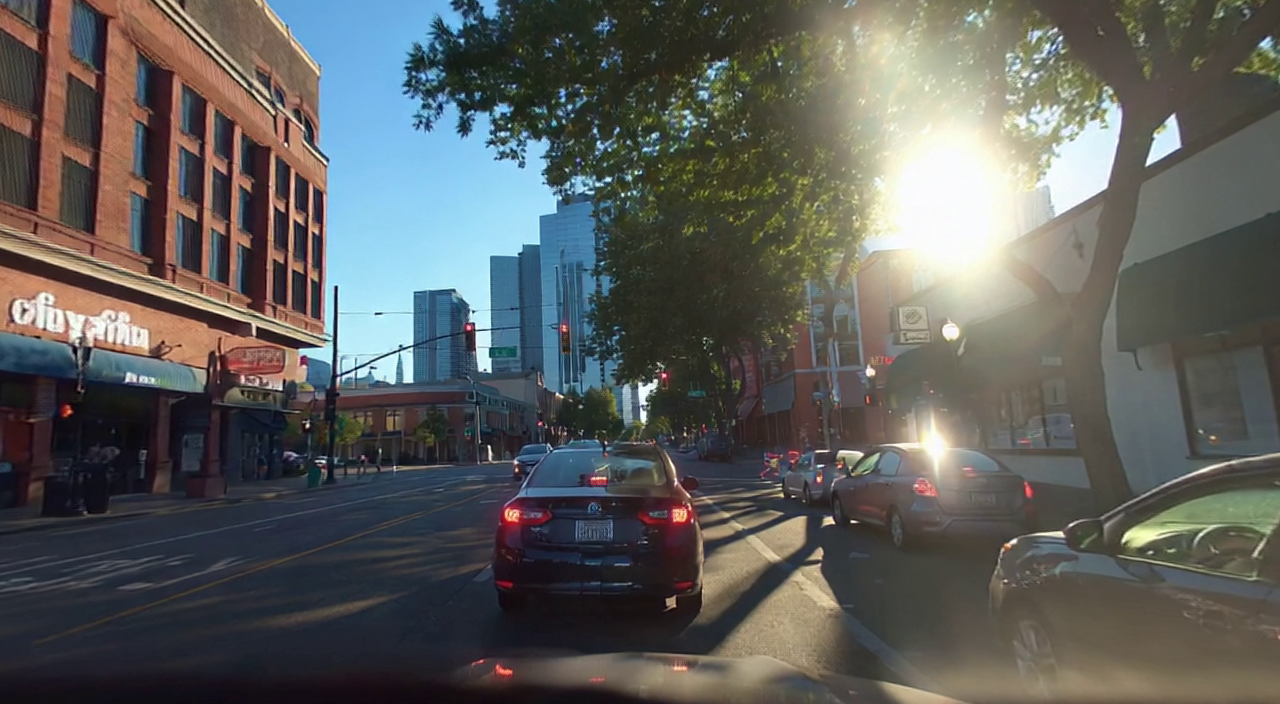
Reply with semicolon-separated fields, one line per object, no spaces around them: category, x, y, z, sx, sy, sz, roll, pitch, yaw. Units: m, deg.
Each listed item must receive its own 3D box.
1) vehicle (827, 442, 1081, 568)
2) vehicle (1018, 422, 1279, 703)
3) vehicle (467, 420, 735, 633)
vehicle;4.536;2.217;10.085;1.912;1.505;4.618;-1;-8;4
vehicle;3.177;0.828;1.110;2.006;1.496;4.767;0;-9;-1
vehicle;-0.280;1.511;6.379;1.888;1.489;3.703;0;-8;0
